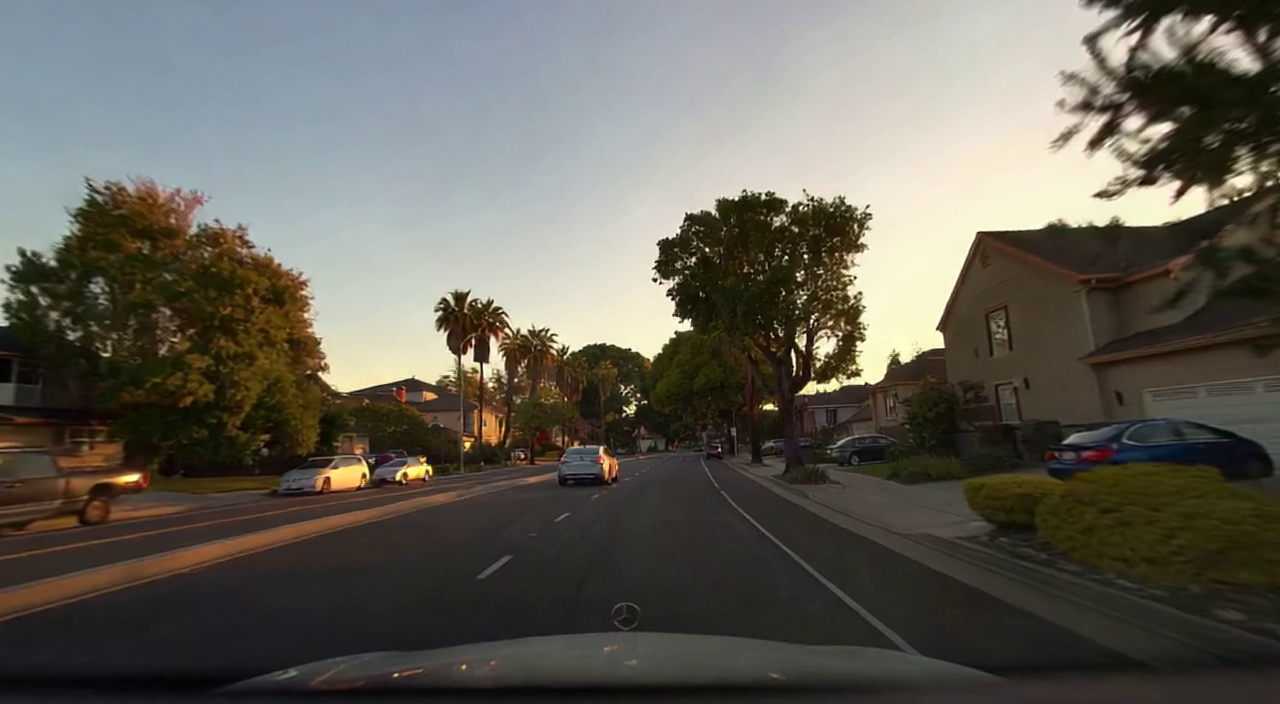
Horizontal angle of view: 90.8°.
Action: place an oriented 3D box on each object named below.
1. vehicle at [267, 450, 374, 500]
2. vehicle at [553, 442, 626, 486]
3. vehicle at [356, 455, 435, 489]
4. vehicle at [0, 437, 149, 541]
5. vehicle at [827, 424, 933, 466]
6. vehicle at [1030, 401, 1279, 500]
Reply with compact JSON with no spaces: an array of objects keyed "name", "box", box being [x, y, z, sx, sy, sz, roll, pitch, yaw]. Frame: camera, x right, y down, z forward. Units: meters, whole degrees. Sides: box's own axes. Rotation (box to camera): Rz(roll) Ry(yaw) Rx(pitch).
[{"name":"vehicle","box":[-13.083,5.023,26.239,1.895,1.802,4.454,-3,-9,4]},{"name":"vehicle","box":[-1.759,4.108,23.486,2.035,1.474,4.284,-1,-9,4]},{"name":"vehicle","box":[-12.328,6.072,32.205,1.995,1.482,4.448,-4,-10,5]},{"name":"vehicle","box":[-13.825,2.884,13.196,2.202,2.044,5.863,-3,-10,3]},{"name":"vehicle","box":[12.198,4.790,32.387,4.549,1.672,2.008,-6,-11,4]},{"name":"vehicle","box":[11.166,2.050,13.369,4.424,1.611,1.898,-5,-8,0]}]
